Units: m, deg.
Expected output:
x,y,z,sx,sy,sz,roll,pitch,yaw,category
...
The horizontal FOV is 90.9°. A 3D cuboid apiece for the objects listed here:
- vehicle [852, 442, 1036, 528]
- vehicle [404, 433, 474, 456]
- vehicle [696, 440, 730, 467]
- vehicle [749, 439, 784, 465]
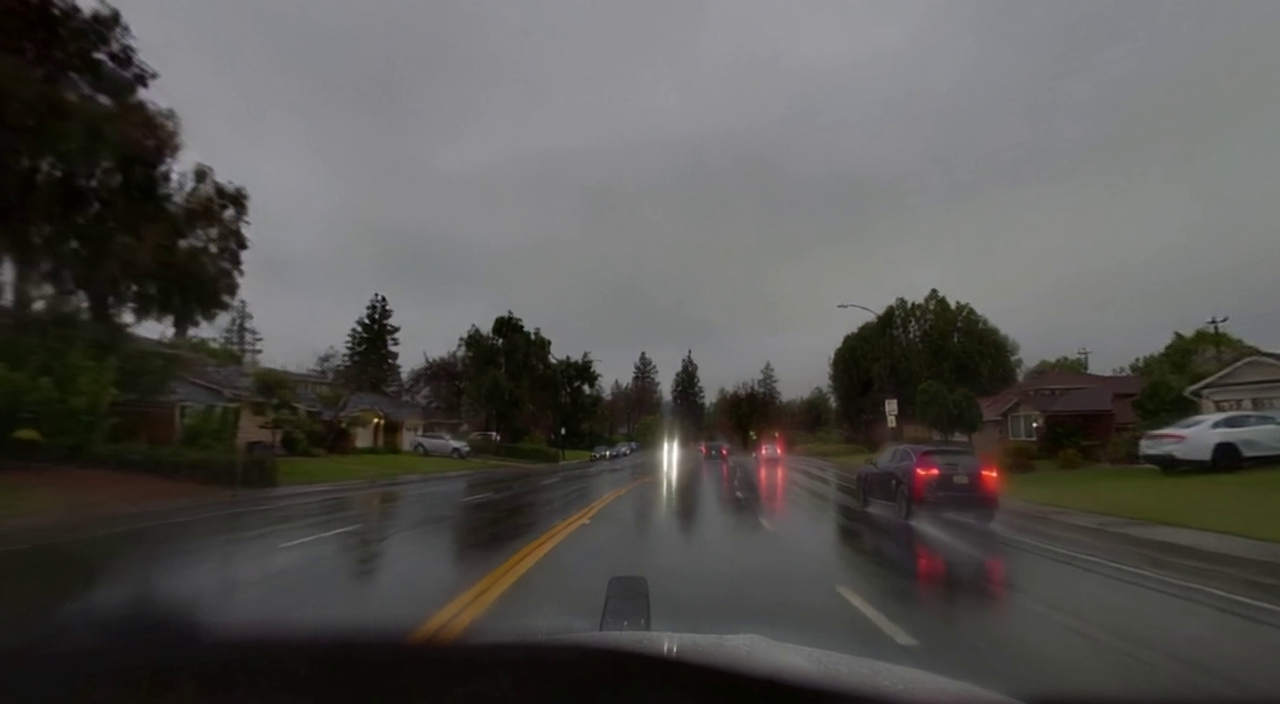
x,y,z,sx,sy,sz,roll,pitch,yaw,category
6.148,2.701,13.442,1.934,1.506,4.282,0,-8,3,vehicle
-14.528,6.707,45.622,4.377,1.570,1.871,-1,-9,7,vehicle
4.871,6.744,42.047,2.106,1.667,4.367,-1,-9,7,vehicle
9.861,7.823,49.392,2.059,1.924,4.257,-1,-9,4,vehicle
